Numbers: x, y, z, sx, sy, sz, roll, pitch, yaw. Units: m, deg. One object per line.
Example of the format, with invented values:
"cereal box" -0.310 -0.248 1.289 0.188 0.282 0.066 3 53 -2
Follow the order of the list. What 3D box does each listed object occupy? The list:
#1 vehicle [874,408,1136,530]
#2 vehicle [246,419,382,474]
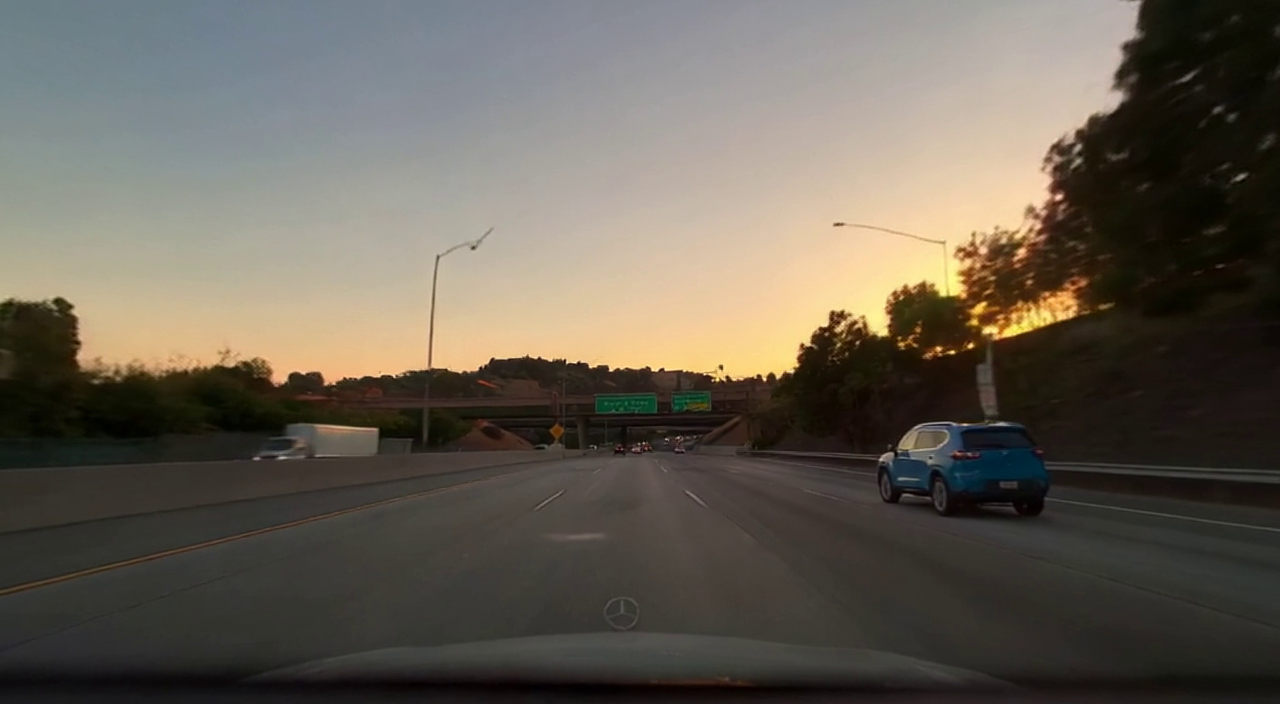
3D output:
"vehicle" 6.579 2.171 12.243 2.222 1.899 4.595 0 -8 -1
"vehicle" -22.085 6.585 44.108 2.950 3.260 12.497 0 -8 0
